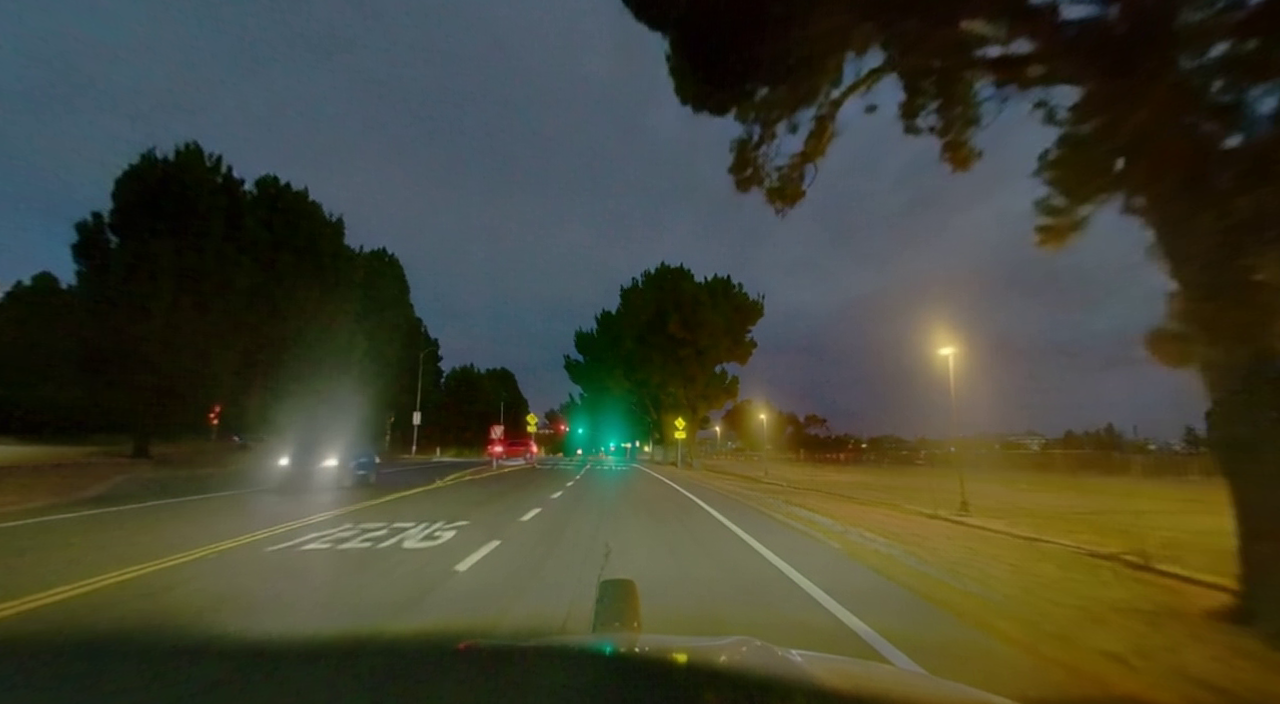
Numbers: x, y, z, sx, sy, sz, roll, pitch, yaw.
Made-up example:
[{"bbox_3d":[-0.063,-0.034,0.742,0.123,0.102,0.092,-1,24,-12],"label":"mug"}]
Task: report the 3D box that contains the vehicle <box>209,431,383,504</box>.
[{"bbox_3d":[-8.577,2.919,16.307,2.129,1.590,4.616,1,-9,-4],"label":"vehicle"}]
